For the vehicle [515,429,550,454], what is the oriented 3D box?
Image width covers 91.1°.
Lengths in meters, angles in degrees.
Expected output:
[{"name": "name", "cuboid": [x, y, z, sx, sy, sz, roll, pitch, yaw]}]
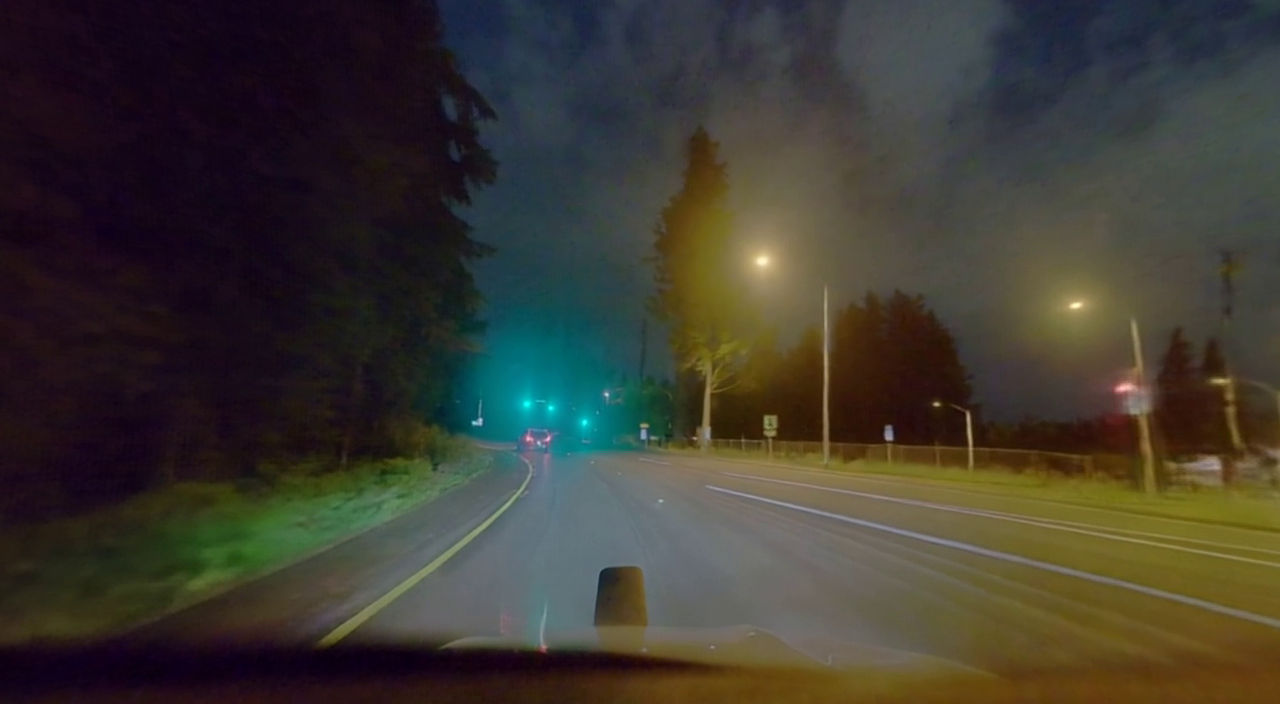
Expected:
[{"name": "vehicle", "cuboid": [-7.803, 6.475, 45.349, 1.947, 1.729, 4.051, 3, -9, -17]}]
